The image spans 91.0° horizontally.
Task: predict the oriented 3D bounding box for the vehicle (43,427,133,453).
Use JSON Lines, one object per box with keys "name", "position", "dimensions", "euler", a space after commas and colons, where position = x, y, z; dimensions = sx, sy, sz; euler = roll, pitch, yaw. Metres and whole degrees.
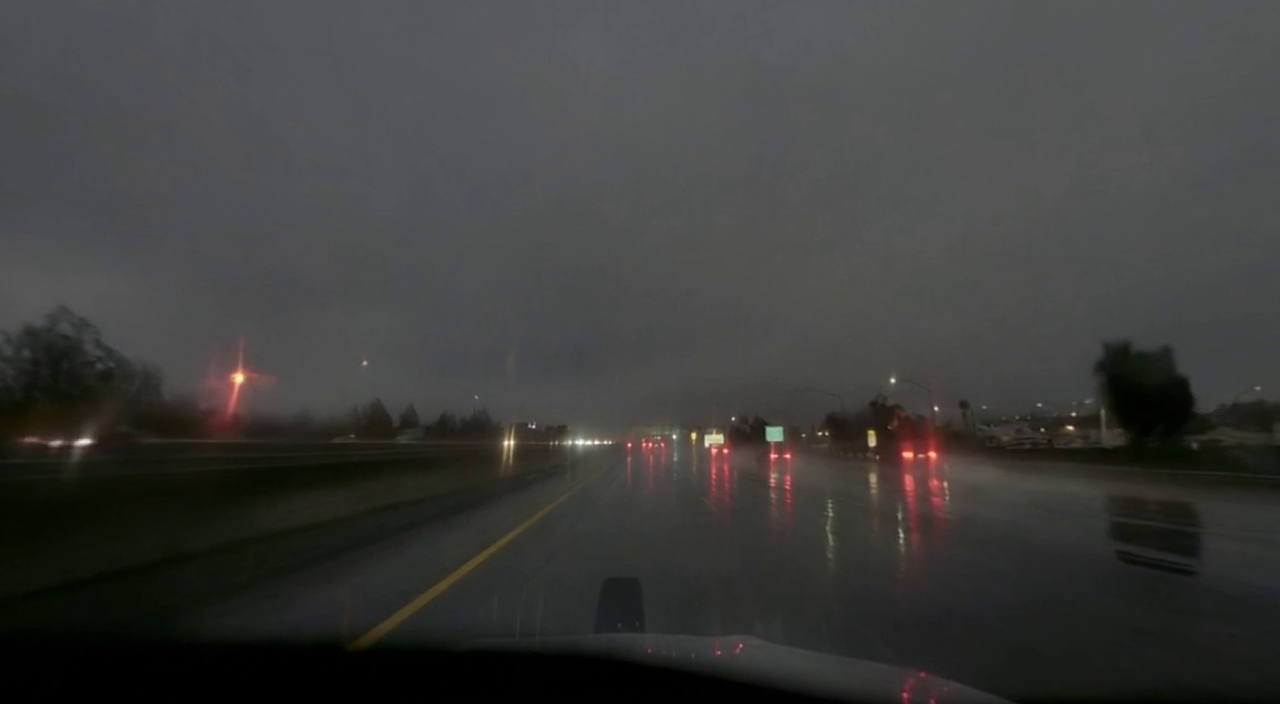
{"name": "vehicle", "position": [-33.358, 5.336, 38.168], "dimensions": [1.724, 1.453, 4.075], "euler": [0, -8, 0]}
